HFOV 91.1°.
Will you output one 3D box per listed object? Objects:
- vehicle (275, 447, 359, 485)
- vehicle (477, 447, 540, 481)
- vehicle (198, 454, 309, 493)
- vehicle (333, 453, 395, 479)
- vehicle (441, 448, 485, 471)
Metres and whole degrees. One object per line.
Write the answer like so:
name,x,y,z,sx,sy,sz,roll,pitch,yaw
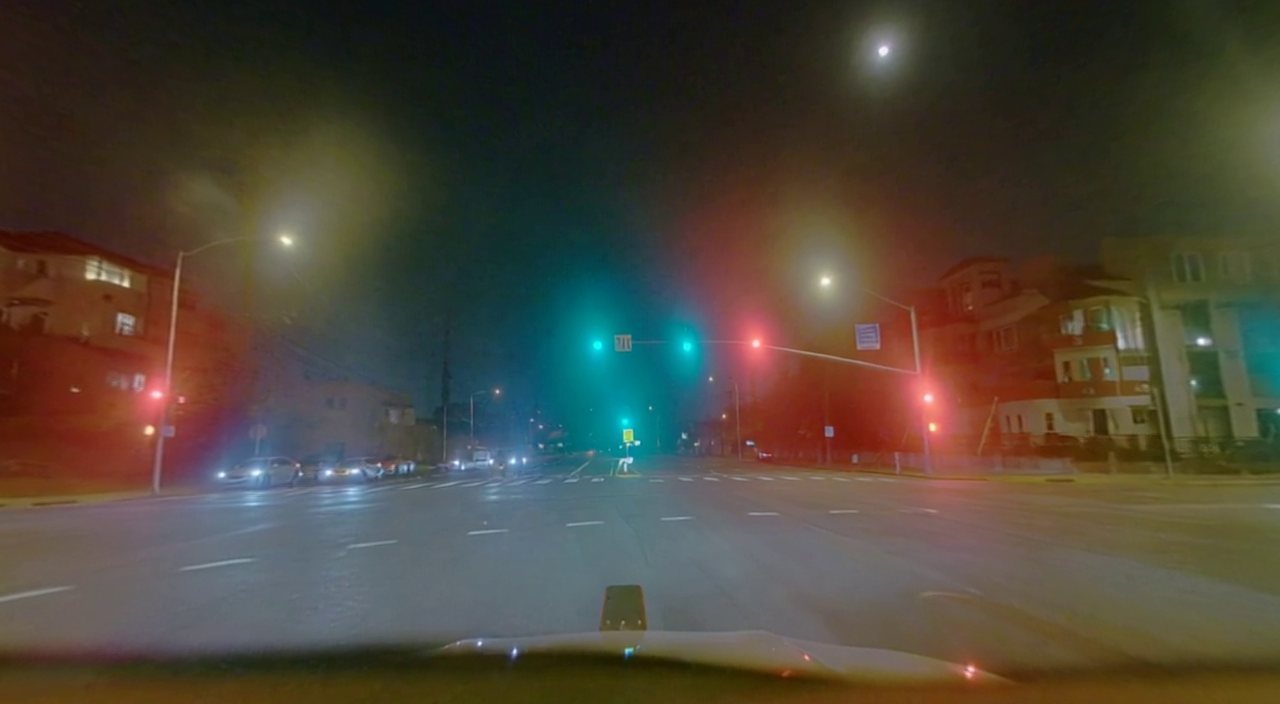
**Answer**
vehicle,-17.039,5.997,33.479,1.960,1.819,5.018,0,-9,-2
vehicle,-6.204,5.317,30.226,2.154,1.501,4.416,0,-9,-1
vehicle,-16.793,5.255,27.597,2.055,1.506,4.663,0,-9,-3
vehicle,-17.105,7.042,39.113,1.804,1.486,4.625,0,-9,-1
vehicle,-14.014,8.486,49.984,2.126,1.709,5.095,0,-9,-1
